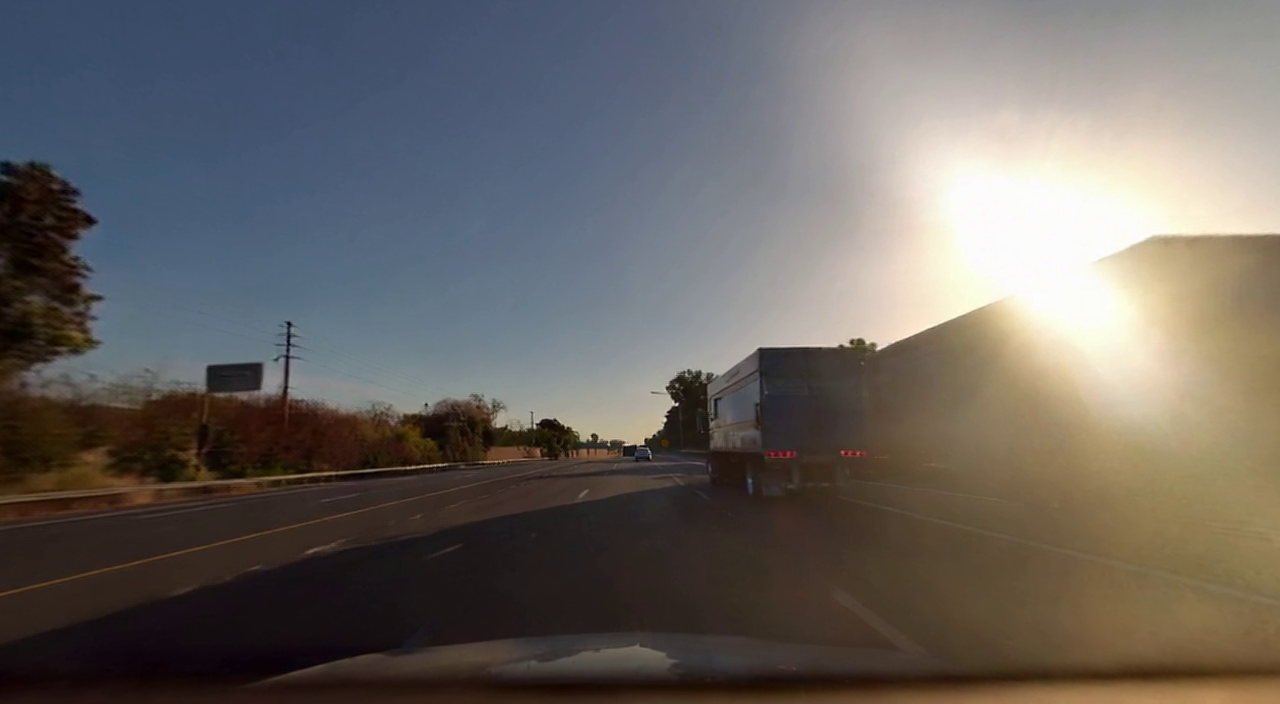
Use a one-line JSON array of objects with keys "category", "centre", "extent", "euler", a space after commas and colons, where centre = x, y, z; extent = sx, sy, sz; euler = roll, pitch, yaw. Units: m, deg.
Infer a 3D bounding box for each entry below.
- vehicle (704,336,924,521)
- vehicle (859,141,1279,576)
[{"category": "vehicle", "centre": [3.515, 1.945, 15.203], "extent": [2.859, 3.332, 7.735], "euler": [0, -9, -2]}, {"category": "vehicle", "centre": [7.922, 0.826, 11.441], "extent": [3.268, 4.172, 12.771], "euler": [-1, -8, 1]}]
